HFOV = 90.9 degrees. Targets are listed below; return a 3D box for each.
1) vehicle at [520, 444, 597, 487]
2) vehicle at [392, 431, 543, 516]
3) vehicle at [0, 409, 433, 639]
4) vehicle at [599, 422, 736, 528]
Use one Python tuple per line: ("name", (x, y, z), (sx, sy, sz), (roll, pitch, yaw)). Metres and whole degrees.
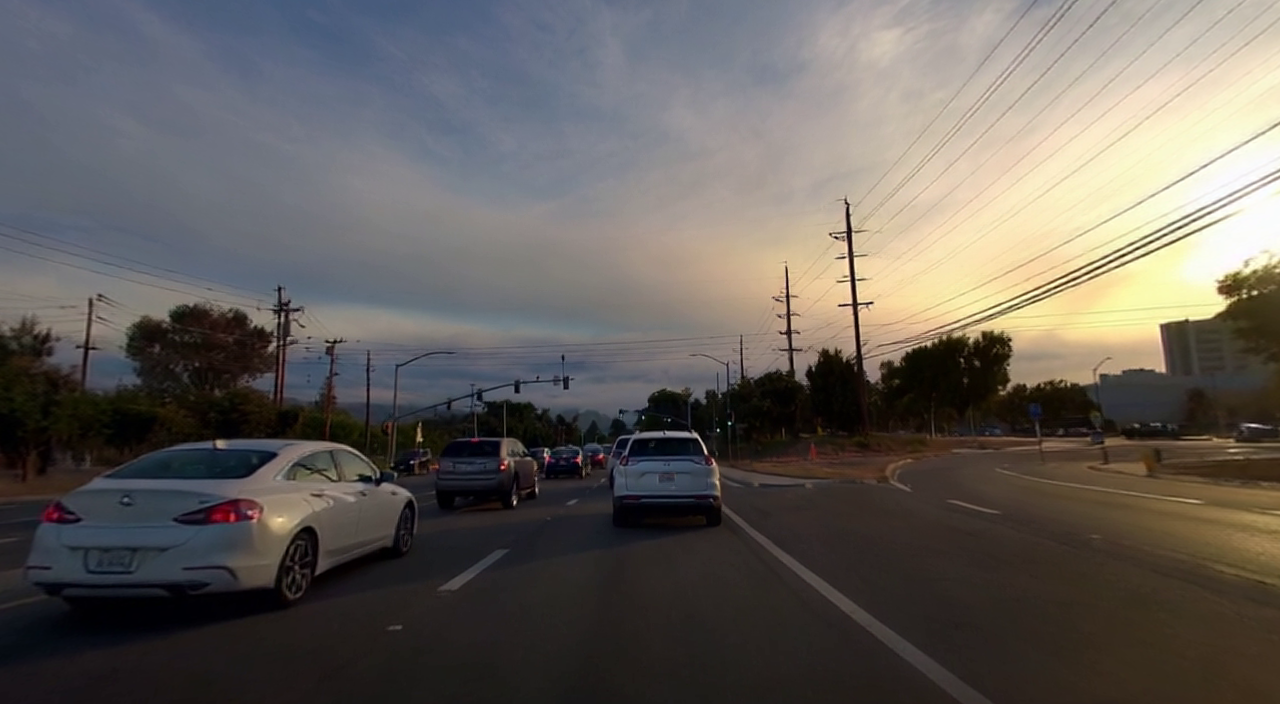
("vehicle", (-2.935, 4.190, 23.654), (2.105, 1.436, 4.311), (-1, -9, 3))
("vehicle", (-3.683, 2.678, 14.403), (2.018, 1.621, 4.441), (-1, -9, 2))
("vehicle", (-3.822, 1.486, 6.413), (1.999, 1.563, 4.007), (0, -9, 1))
("vehicle", (0.507, 2.295, 12.230), (2.205, 1.691, 3.937), (0, -9, 2))
